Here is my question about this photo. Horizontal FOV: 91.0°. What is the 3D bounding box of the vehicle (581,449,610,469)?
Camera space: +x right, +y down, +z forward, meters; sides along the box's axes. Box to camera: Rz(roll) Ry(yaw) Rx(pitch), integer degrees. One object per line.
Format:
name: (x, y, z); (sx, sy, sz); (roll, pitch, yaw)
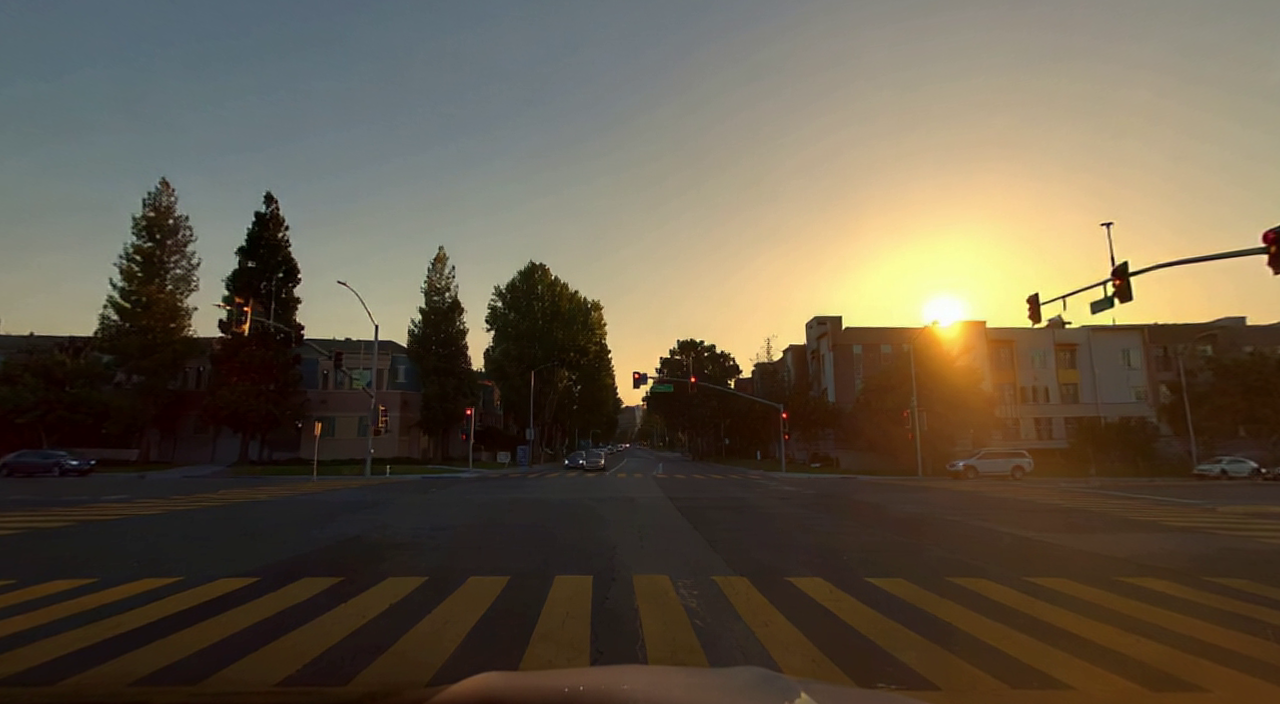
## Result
vehicle: (-3.455, 8.390, 49.406); (1.908, 1.441, 4.142); (0, -8, 1)

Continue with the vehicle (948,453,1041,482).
vehicle: (21.100, 6.872, 37.586); (4.447, 1.623, 1.801); (0, -9, -3)

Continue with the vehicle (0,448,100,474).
vehicle: (-35.140, 6.430, 37.189); (4.741, 1.447, 1.807); (0, -9, 0)

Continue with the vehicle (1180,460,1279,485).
vehicle: (36.230, 7.309, 38.301); (4.976, 1.428, 1.929); (0, -8, -2)
